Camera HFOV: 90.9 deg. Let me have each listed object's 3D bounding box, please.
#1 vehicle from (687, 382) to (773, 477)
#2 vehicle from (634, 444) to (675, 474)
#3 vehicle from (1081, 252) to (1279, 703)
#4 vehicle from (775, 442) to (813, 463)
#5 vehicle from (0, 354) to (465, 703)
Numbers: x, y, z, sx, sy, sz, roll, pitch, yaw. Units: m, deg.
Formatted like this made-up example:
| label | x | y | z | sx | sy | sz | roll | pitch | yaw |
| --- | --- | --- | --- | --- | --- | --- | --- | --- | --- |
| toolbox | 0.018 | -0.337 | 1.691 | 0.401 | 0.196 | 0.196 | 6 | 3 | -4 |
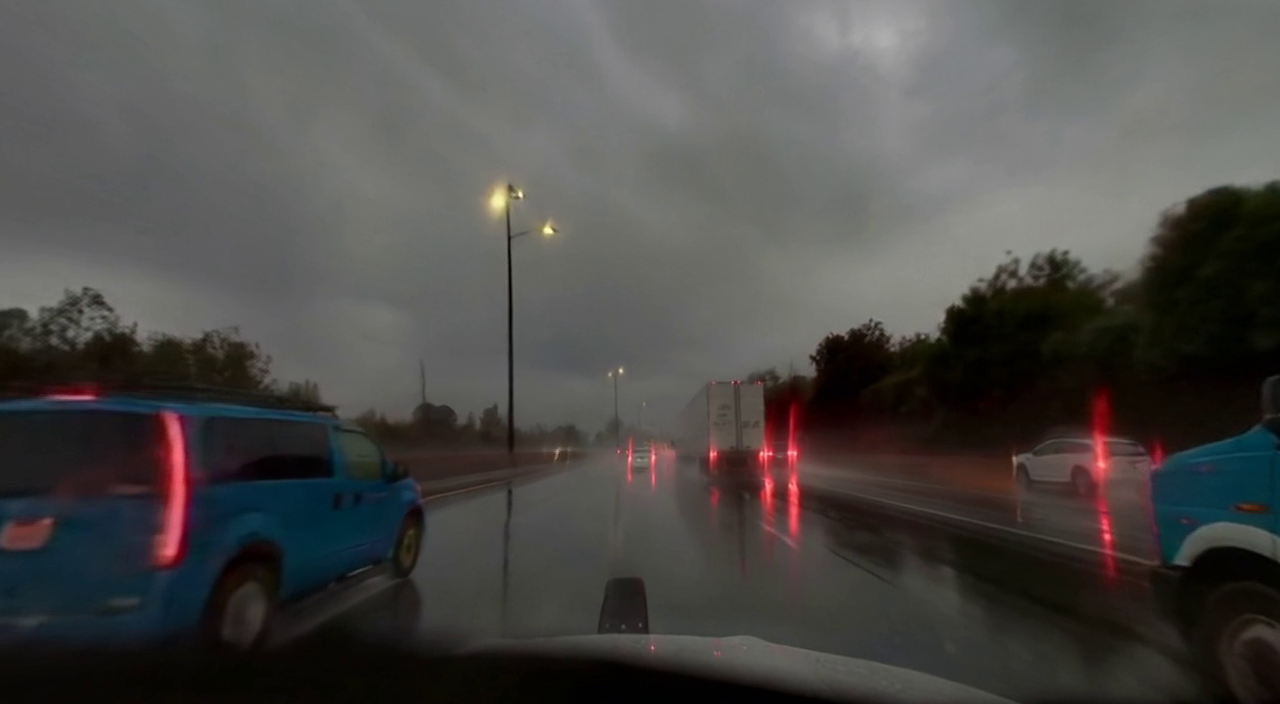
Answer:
| label | x | y | z | sx | sy | sz | roll | pitch | yaw |
| --- | --- | --- | --- | --- | --- | --- | --- | --- | --- |
| vehicle | 4.352 | 4.293 | 33.645 | 2.821 | 4.077 | 12.562 | 0 | -9 | 0 |
| vehicle | 0.706 | 5.648 | 33.589 | 2.063 | 1.469 | 4.208 | 0 | -9 | 0 |
| vehicle | 3.717 | 0.339 | 0.560 | 2.441 | 2.017 | 5.739 | 0 | -9 | 0 |
| vehicle | 11.519 | 7.531 | 47.330 | 1.876 | 1.552 | 3.640 | 0 | -9 | 0 |
| vehicle | -3.169 | 1.221 | 4.889 | 2.237 | 1.745 | 4.575 | 0 | -9 | 1 |
